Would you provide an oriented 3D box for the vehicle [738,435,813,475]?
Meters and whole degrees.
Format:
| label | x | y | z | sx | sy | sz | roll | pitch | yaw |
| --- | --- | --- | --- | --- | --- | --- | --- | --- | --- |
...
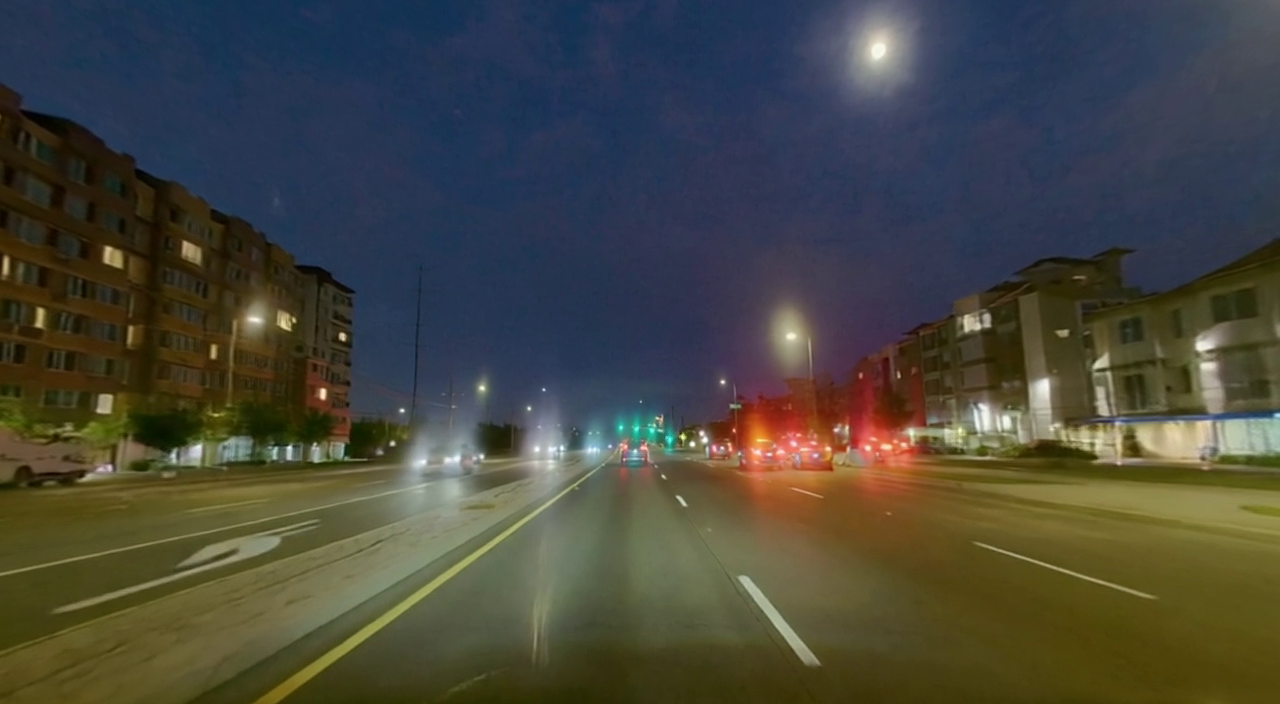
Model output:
| label | x | y | z | sx | sy | sz | roll | pitch | yaw |
| --- | --- | --- | --- | --- | --- | --- | --- | --- | --- |
| vehicle | 5.804 | 4.486 | 27.634 | 2.121 | 1.557 | 4.898 | 0 | -8 | -2 |

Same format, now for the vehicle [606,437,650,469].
| label | x | y | z | sx | sy | sz | roll | pitch | yaw |
| --- | --- | --- | --- | --- | --- | --- | --- | --- | --- |
| vehicle | -0.584 | 5.164 | 32.327 | 2.106 | 1.553 | 3.964 | 0 | -8 | -1 |

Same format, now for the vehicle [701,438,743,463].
| label | x | y | z | sx | sy | sz | roll | pitch | yaw |
| --- | --- | --- | --- | --- | --- | --- | --- | --- | --- |
| vehicle | 5.473 | 6.602 | 42.355 | 2.154 | 1.554 | 4.149 | 0 | -8 | -2 |

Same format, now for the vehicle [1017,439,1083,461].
| label | x | y | z | sx | sy | sz | roll | pitch | yaw |
| --- | --- | --- | --- | --- | --- | --- | --- | --- | --- |
| vehicle | 29.314 | 7.012 | 45.168 | 1.781 | 1.507 | 4.628 | 0 | -8 | 2 |

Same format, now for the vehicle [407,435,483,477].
| label | x | y | z | sx | sy | sz | roll | pitch | yaw |
| --- | --- | --- | --- | --- | --- | --- | --- | --- | --- |
| vehicle | -8.715 | 4.688 | 28.583 | 2.013 | 1.737 | 4.510 | 0 | -8 | 0 |

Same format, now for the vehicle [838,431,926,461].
| label | x | y | z | sx | sy | sz | roll | pitch | yaw |
| --- | --- | --- | --- | --- | --- | --- | --- | --- | --- |
| vehicle | 17.387 | 6.792 | 45.400 | 5.388 | 2.082 | 2.328 | 1 | -9 | -5 |
